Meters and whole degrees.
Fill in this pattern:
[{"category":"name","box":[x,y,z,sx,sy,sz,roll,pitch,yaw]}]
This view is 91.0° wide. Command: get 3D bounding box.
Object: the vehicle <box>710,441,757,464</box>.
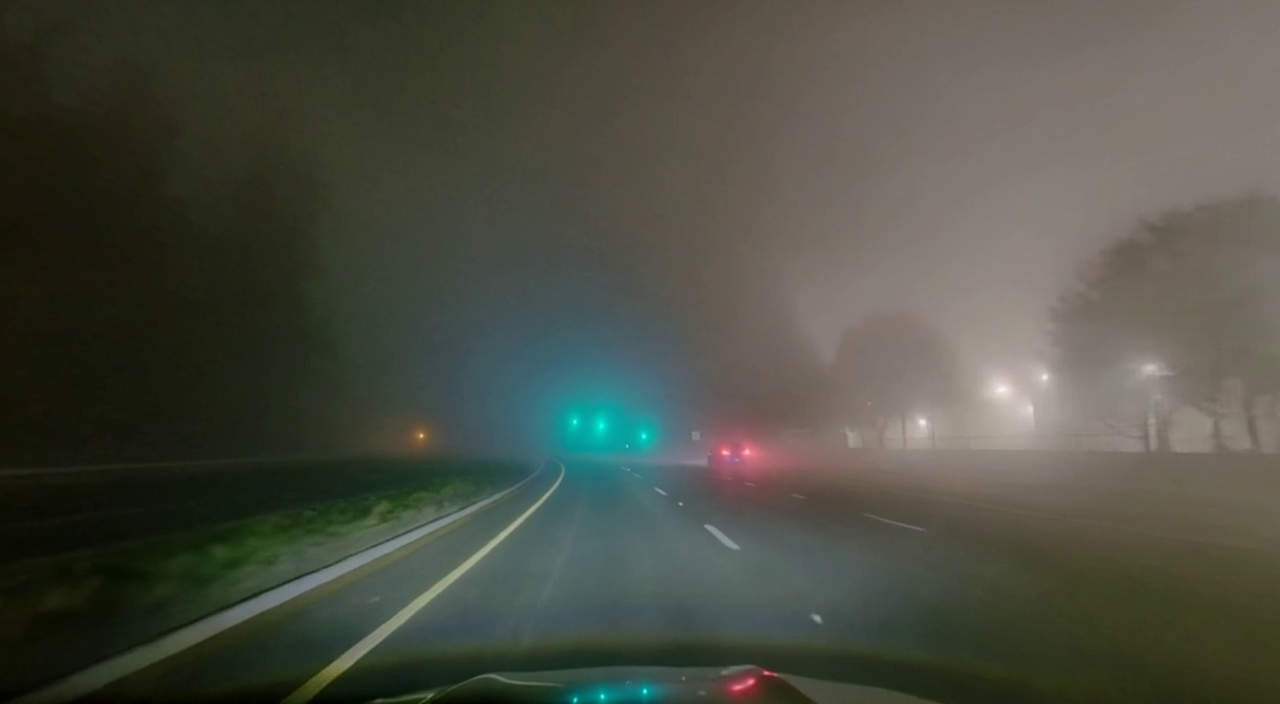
[{"category":"vehicle","box":[6.247,6.795,42.683,1.908,1.483,4.474,1,-9,-8]}]
